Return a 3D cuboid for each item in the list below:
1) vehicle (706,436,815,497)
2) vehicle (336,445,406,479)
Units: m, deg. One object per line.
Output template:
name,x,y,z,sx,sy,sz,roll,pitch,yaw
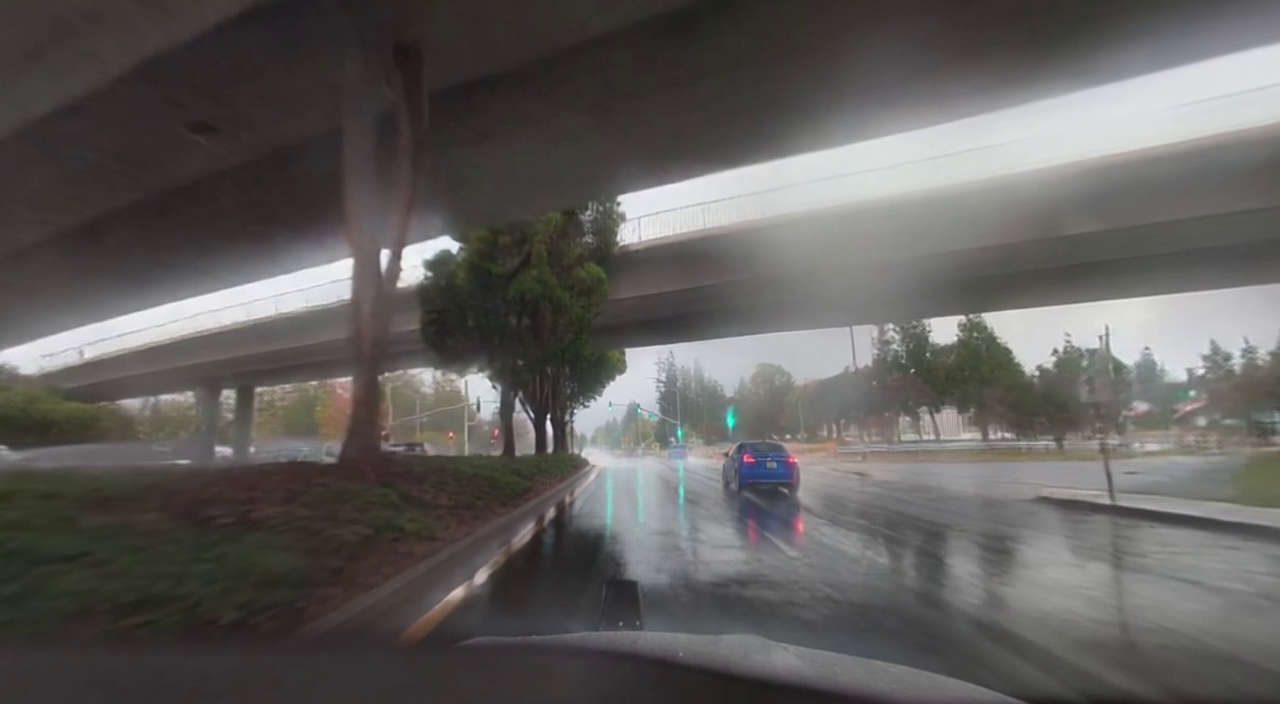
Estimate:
vehicle,3.212,3.142,17.782,2.062,1.484,4.332,0,-8,-2
vehicle,-14.445,5.904,34.179,1.844,1.650,4.333,-1,-8,0
